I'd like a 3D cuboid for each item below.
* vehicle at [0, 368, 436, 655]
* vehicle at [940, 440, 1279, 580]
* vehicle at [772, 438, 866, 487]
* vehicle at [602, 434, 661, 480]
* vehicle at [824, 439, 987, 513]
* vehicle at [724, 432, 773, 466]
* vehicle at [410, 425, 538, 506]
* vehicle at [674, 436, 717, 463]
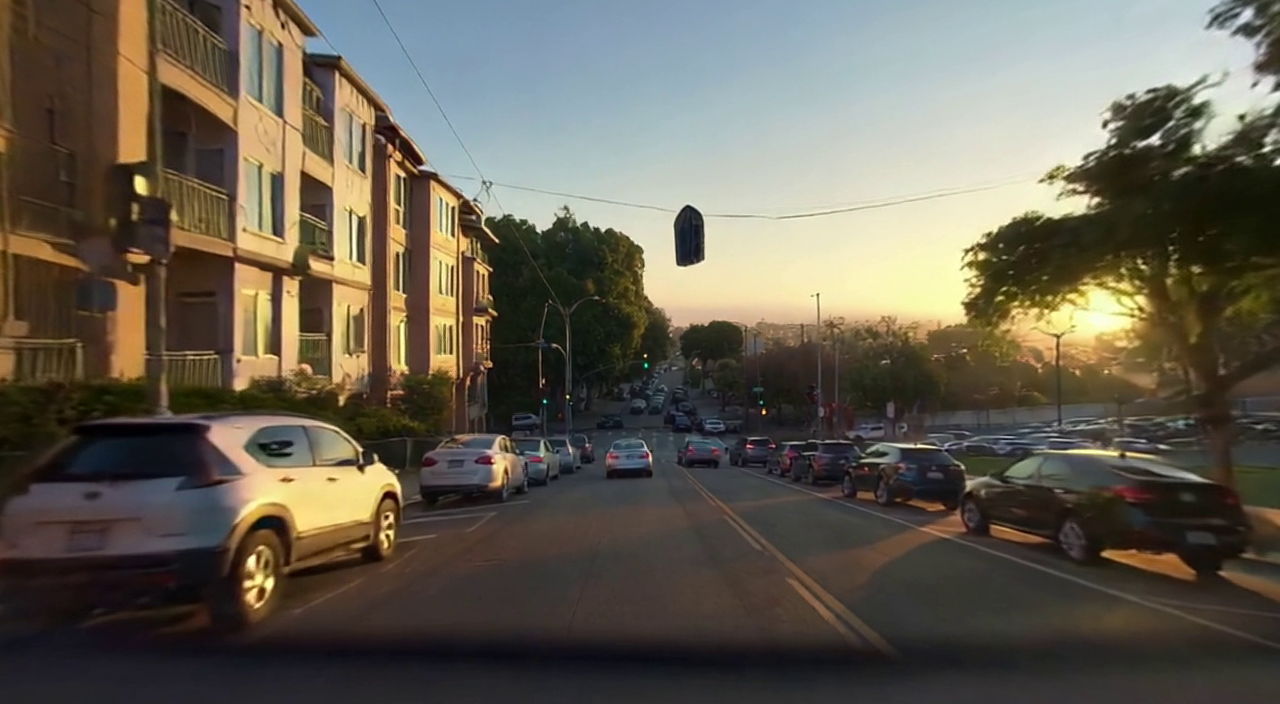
[{"bbox_3d":[-3.668,1.291,6.079,1.975,1.759,4.250,0,-8,0],"label":"vehicle"},{"bbox_3d":[6.157,2.010,8.884,1.814,1.490,4.109,0,-9,0],"label":"vehicle"},{"bbox_3d":[6.045,3.775,21.831,1.938,1.487,4.371,0,-8,0],"label":"vehicle"},{"bbox_3d":[-0.291,3.718,22.558,1.923,1.460,3.923,0,-8,-1],"label":"vehicle"},{"bbox_3d":[6.174,2.911,15.389,1.980,1.518,4.526,0,-8,0],"label":"vehicle"},{"bbox_3d":[6.029,5.441,35.516,1.999,1.752,4.502,0,-8,0],"label":"vehicle"},{"bbox_3d":[-3.710,2.604,14.819,1.831,1.650,3.852,0,-8,2],"label":"vehicle"},{"bbox_3d":[3.119,5.601,36.268,2.055,1.450,4.676,0,-8,0],"label":"vehicle"}]
